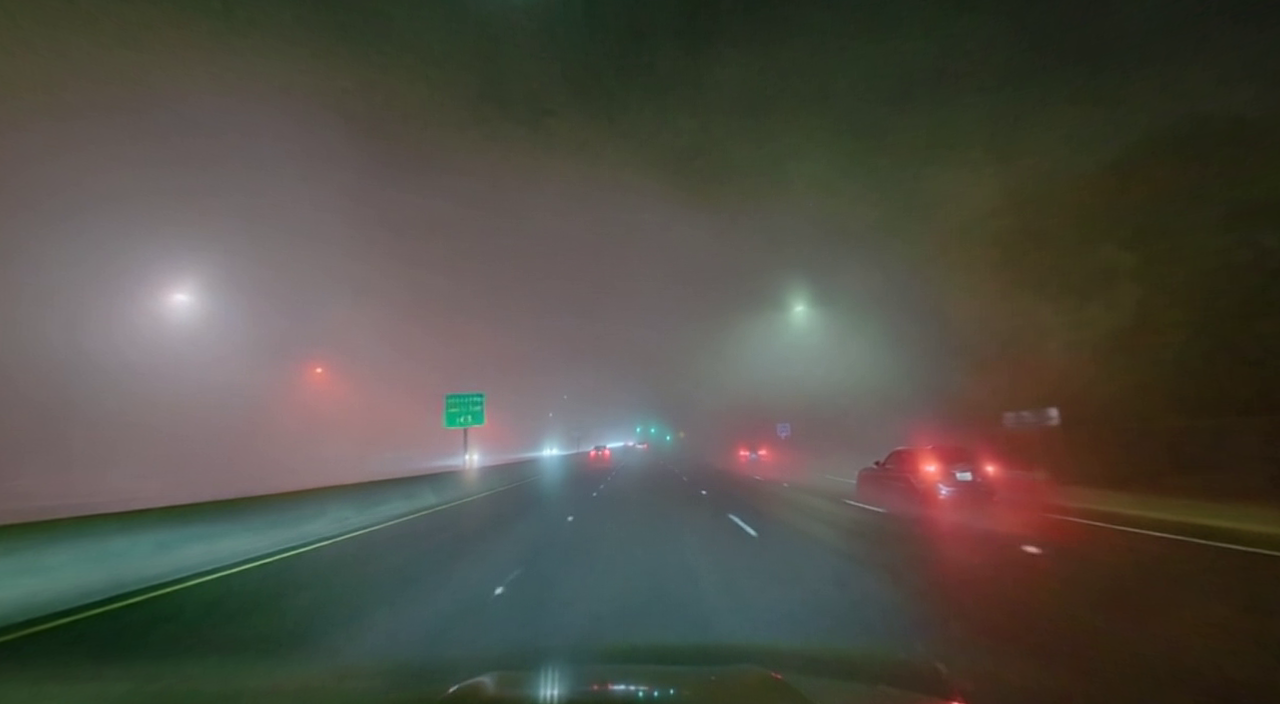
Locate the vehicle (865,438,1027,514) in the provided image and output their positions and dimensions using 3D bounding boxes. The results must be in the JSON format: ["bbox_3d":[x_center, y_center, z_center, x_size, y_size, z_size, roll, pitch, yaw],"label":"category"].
[{"bbox_3d":[6.870,2.782,14.694,1.838,1.518,3.713,0,-8,-1],"label":"vehicle"}]

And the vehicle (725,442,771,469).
[{"bbox_3d":[6.642,6.435,39.420,1.987,1.597,4.463,0,-8,-1],"label":"vehicle"}]
